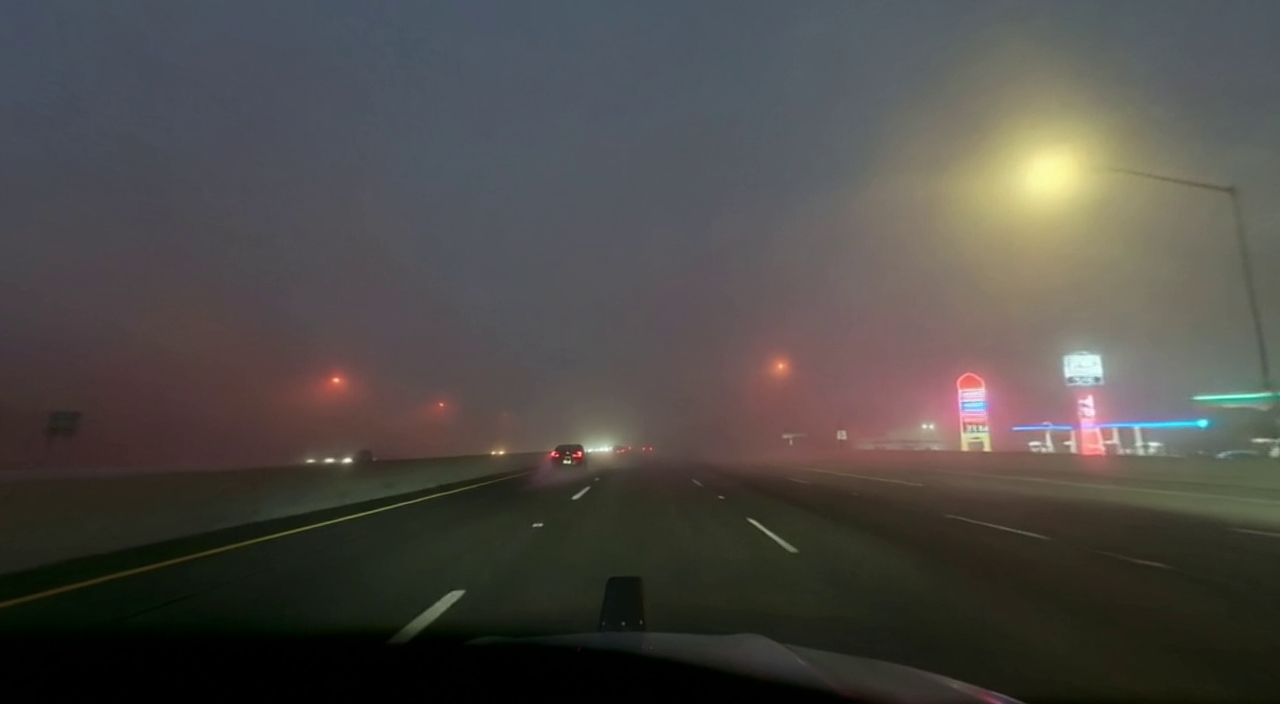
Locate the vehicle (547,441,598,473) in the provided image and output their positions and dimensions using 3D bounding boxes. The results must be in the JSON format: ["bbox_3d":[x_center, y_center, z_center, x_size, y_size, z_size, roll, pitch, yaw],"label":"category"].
[{"bbox_3d":[-3.404,5.409,32.584,2.114,1.510,4.186,-1,-9,1],"label":"vehicle"}]
